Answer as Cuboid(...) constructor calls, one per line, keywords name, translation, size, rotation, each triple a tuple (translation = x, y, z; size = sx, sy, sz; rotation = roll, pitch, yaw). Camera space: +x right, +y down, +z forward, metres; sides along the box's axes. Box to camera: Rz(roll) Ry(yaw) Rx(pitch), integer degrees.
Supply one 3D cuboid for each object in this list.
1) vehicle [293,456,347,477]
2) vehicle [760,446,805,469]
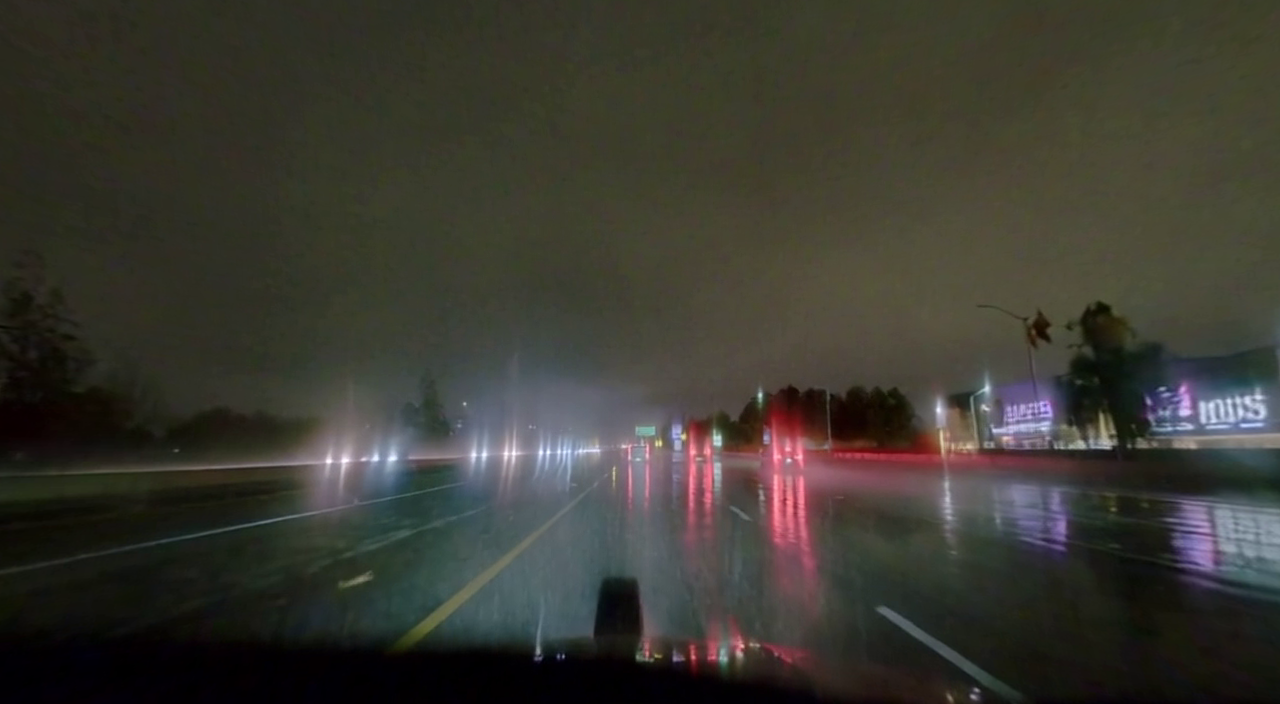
Cuboid(name="vehicle", translation=(-25.235, 9.047, 49.987), size=(1.899, 1.473, 4.724), rotation=(0, -9, -1))
Cuboid(name="vehicle", translation=(9.901, 7.339, 44.230), size=(1.953, 1.473, 4.512), rotation=(0, -8, -3))
